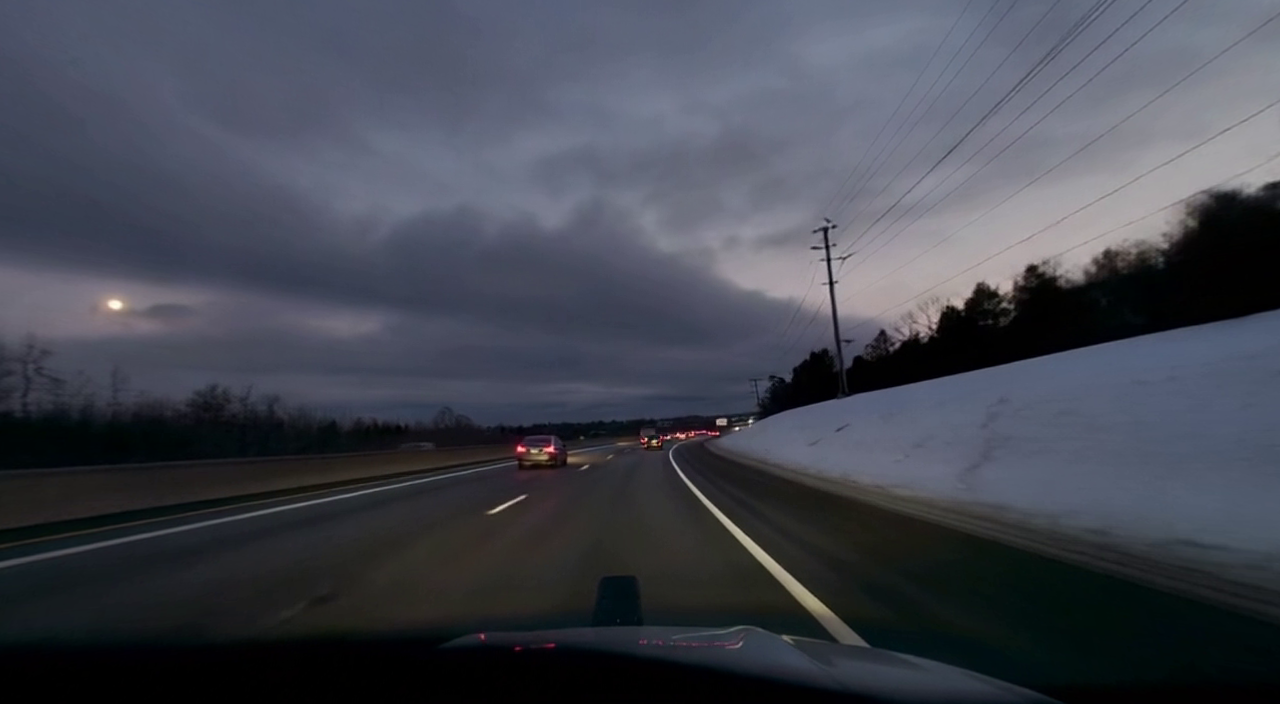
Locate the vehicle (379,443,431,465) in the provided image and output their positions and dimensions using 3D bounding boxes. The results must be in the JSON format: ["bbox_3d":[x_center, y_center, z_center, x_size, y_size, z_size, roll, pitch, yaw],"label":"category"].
[{"bbox_3d":[-17.527,7.607,47.131,1.912,1.514,4.589,0,-8,2],"label":"vehicle"}]

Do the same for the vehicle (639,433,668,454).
[{"bbox_3d":[1.096,6.879,47.513,2.077,1.523,4.206,0,-8,3],"label":"vehicle"}]

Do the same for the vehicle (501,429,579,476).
[{"bbox_3d":[-3.508,3.617,22.935,2.030,1.522,4.250,0,-8,2],"label":"vehicle"}]
